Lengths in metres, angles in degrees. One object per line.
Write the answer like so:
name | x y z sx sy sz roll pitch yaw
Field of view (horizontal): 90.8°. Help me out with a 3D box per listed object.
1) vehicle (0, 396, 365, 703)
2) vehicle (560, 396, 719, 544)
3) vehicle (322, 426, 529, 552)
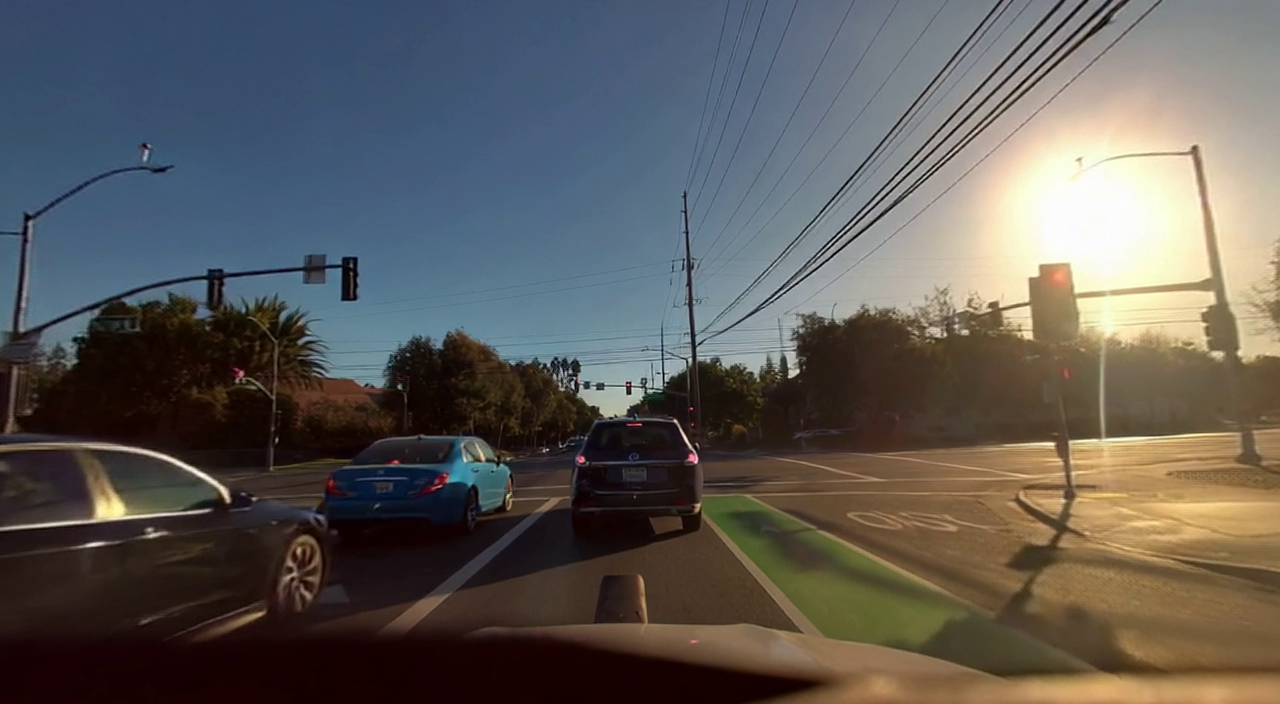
vehicle | -3.484 0.979 2.863 2.138 1.488 5.327 0 -7 -1
vehicle | -0.045 1.934 10.782 2.036 1.885 5.196 0 -9 -1
vehicle | -2.944 1.975 9.642 1.726 1.506 3.840 0 -9 1
